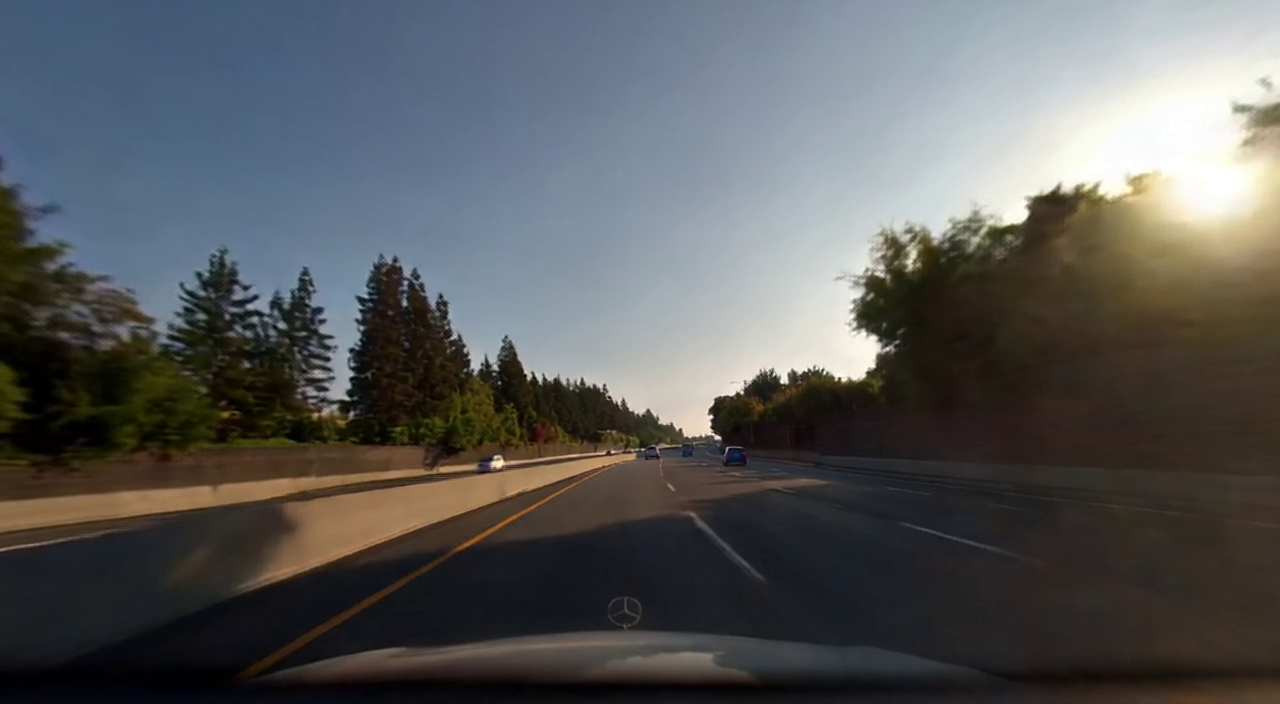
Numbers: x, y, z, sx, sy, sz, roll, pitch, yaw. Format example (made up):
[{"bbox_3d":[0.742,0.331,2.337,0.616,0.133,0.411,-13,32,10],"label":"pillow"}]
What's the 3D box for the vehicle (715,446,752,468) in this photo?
[{"bbox_3d":[7.145,8.049,48.522,2.175,1.574,3.943,0,-9,0],"label":"vehicle"}]
